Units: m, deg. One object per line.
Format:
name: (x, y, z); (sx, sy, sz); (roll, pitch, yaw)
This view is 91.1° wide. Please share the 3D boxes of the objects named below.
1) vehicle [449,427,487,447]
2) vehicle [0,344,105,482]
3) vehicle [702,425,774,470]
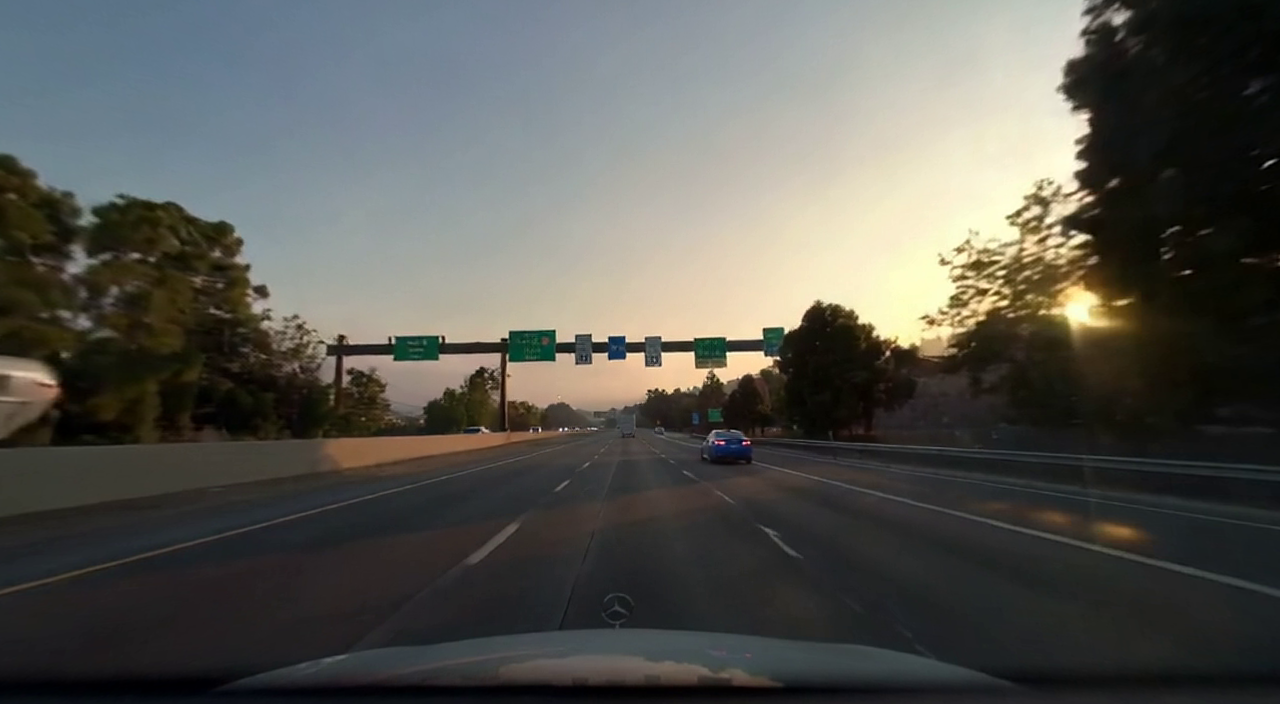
vehicle: (-13.593, 6.733, 49.905); (1.862, 1.546, 4.126); (0, -8, 0)
vehicle: (-20.308, 1.401, 15.527); (2.853, 4.045, 13.061); (0, -8, -1)
vehicle: (3.688, 3.663, 24.348); (1.973, 1.563, 3.959); (1, -8, -3)
